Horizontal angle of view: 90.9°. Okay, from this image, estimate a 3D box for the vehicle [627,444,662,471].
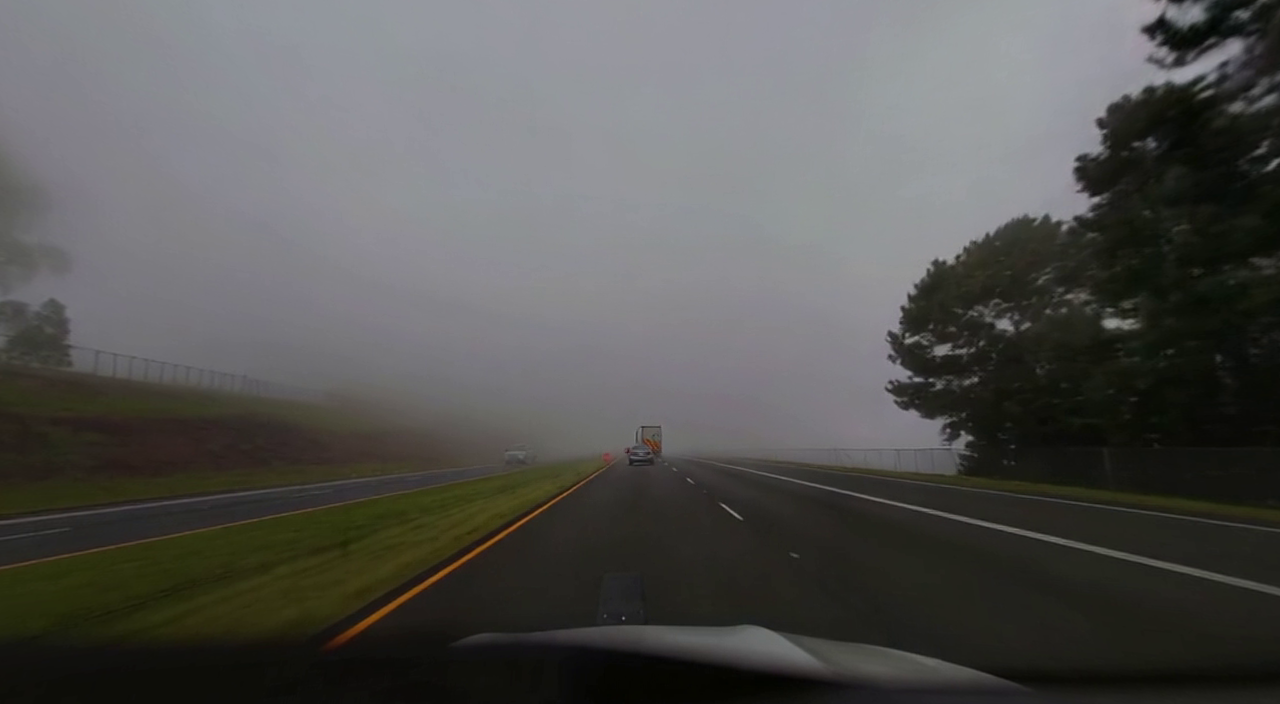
[{"bbox_3d":[0.241,6.548,39.451,2.065,1.573,3.734,0,-9,-1],"label":"vehicle"}]
